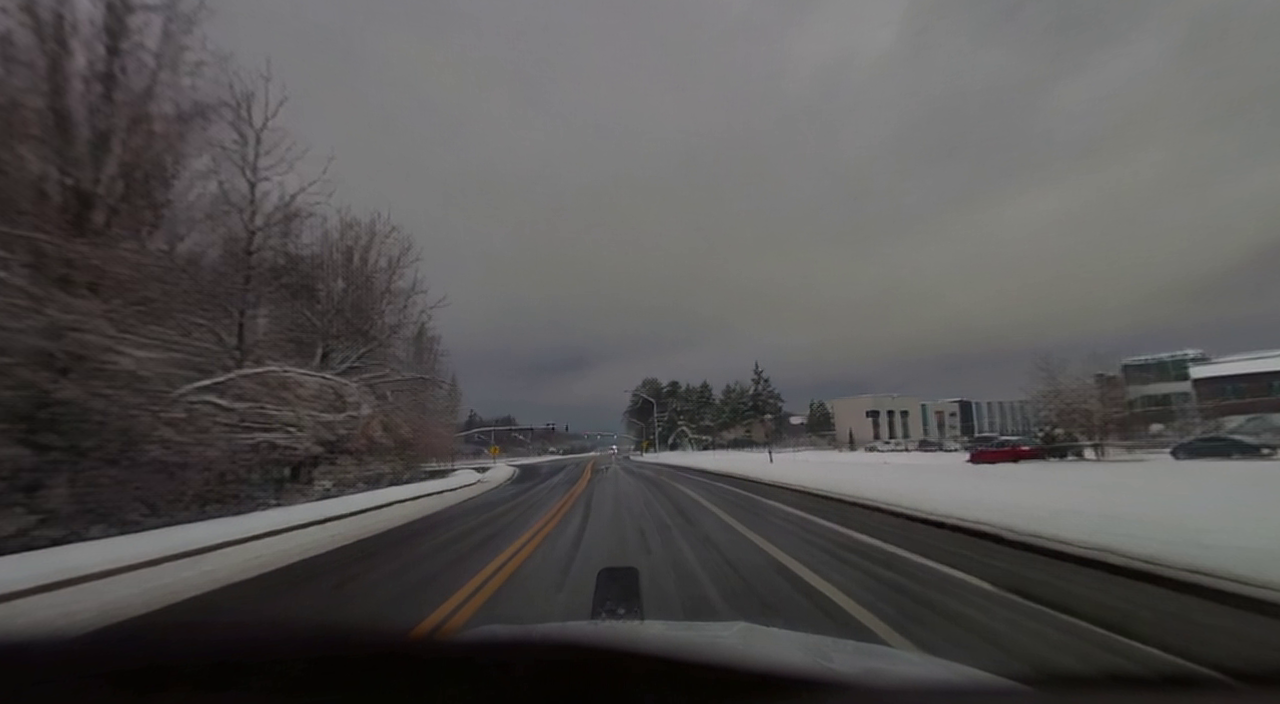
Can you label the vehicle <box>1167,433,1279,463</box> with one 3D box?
[{"bbox_3d":[31.638,5.146,33.907,5.062,1.557,1.988,1,-8,-5],"label":"vehicle"}]
